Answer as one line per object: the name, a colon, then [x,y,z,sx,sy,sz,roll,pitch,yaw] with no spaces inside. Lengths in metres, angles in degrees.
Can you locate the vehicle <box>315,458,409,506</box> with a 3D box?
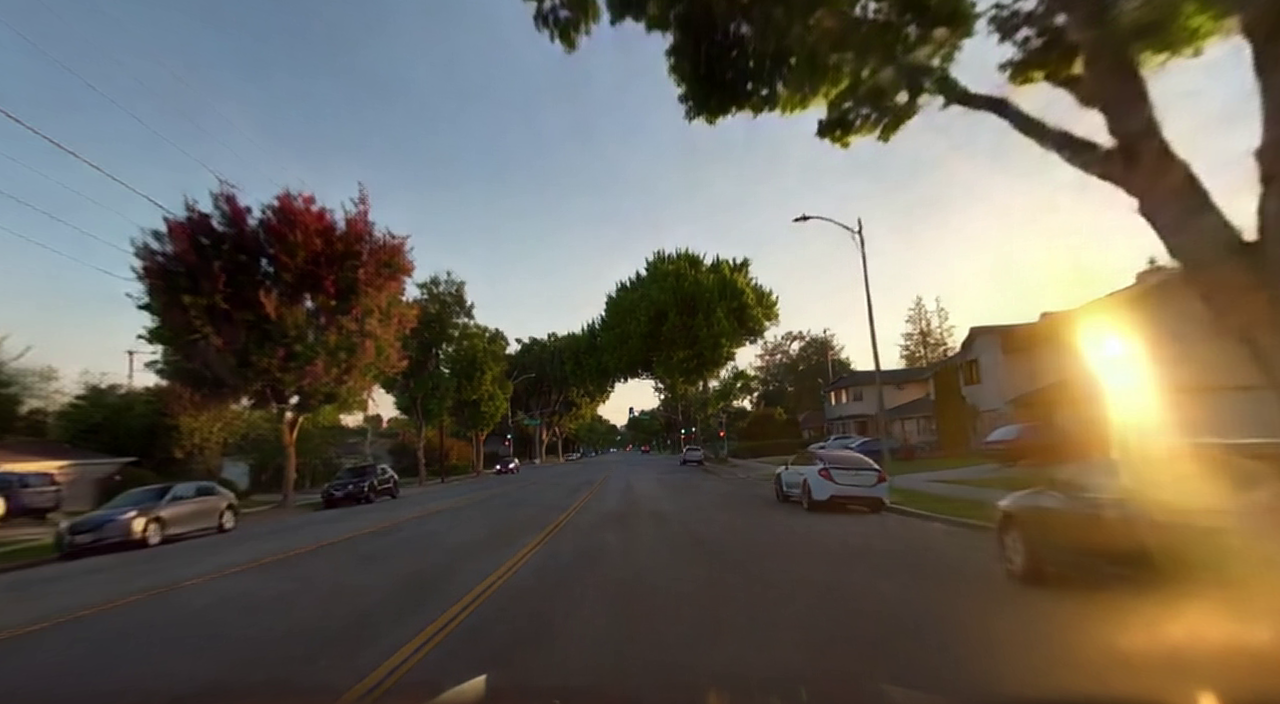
vehicle: [-11.445,5.355,26.365,1.977,1.753,4.278,-1,-9,0]

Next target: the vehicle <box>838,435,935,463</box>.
vehicle: [13.420,5.317,34.573,4.564,1.437,1.796,-1,-9,0]

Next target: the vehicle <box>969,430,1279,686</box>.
vehicle: [4.680,1.360,4.791,2.010,1.461,4.247,0,-9,-1]

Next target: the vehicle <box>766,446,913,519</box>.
vehicle: [4.514,3.011,15.074,2.063,1.444,4.217,0,-9,-1]

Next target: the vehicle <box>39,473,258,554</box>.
vehicle: [-11.394,3.736,15.113,1.867,1.471,4.139,-1,-9,1]
